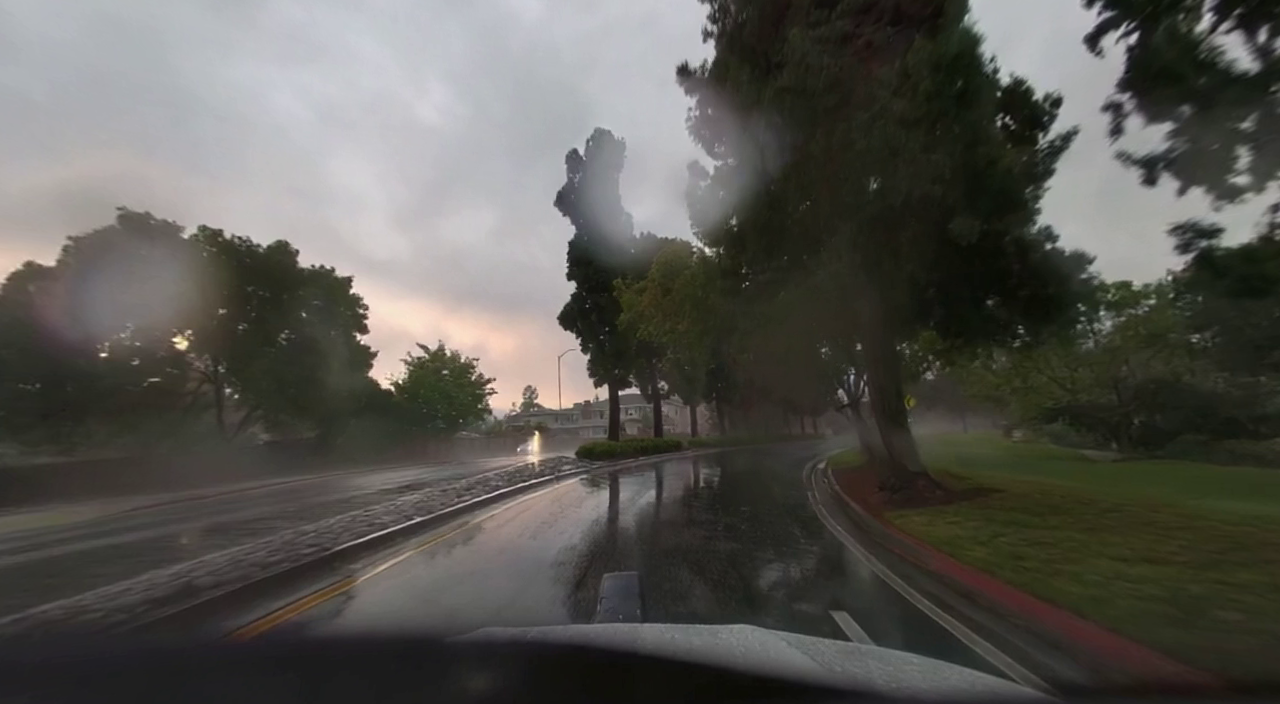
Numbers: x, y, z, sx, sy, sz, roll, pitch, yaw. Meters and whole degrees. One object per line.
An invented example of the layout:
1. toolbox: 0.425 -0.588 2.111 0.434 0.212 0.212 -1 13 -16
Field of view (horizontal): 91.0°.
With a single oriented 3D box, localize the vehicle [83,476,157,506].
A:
1. vehicle: -36.310 9.675 44.085 1.978 1.724 4.458 1 -9 -11
